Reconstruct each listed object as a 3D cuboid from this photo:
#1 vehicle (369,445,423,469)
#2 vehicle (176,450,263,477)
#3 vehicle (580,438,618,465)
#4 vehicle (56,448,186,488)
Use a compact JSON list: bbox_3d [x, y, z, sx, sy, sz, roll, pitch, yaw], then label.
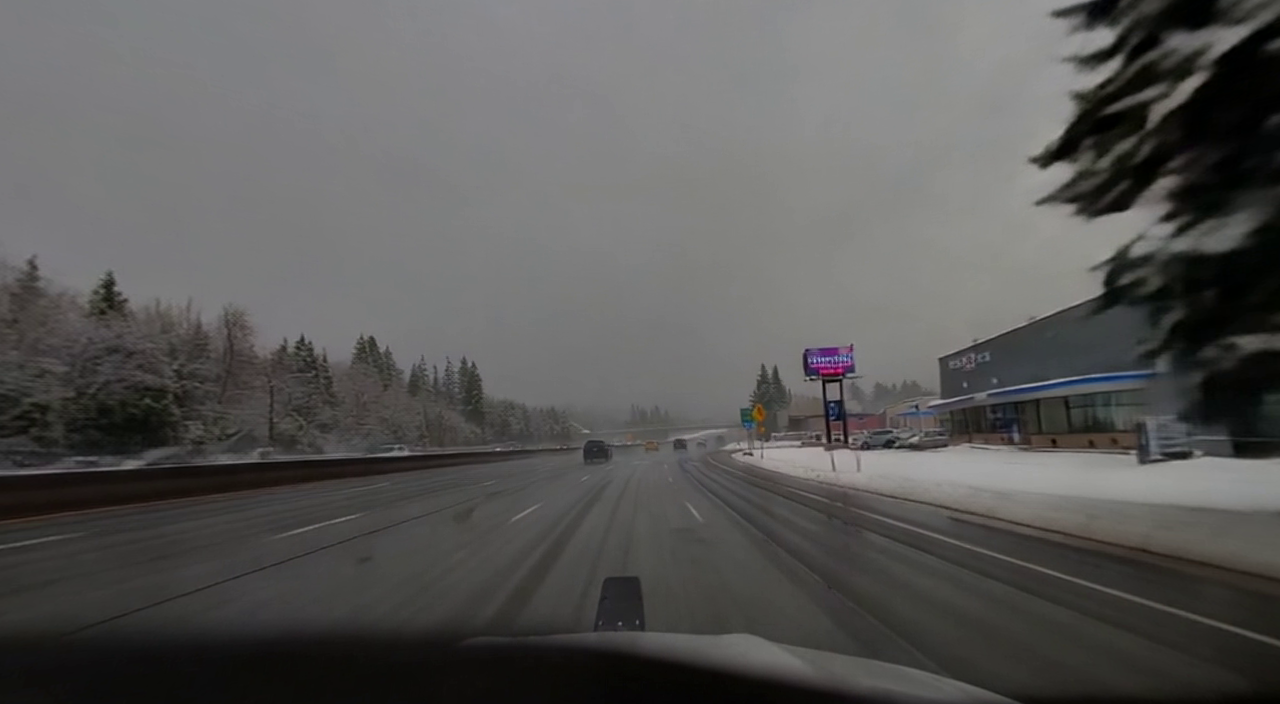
[{"bbox_3d":[-17.706,7.638,46.116,1.958,1.678,4.390,-1,-9,4],"label":"vehicle"},{"bbox_3d":[-29.122,7.690,44.000,2.016,1.734,5.503,-1,-9,3],"label":"vehicle"},{"bbox_3d":[-2.738,6.803,43.334,2.139,1.782,4.079,-1,-9,3],"label":"vehicle"},{"bbox_3d":[-25.529,5.687,31.375,2.032,1.773,5.009,-1,-9,2],"label":"vehicle"}]
